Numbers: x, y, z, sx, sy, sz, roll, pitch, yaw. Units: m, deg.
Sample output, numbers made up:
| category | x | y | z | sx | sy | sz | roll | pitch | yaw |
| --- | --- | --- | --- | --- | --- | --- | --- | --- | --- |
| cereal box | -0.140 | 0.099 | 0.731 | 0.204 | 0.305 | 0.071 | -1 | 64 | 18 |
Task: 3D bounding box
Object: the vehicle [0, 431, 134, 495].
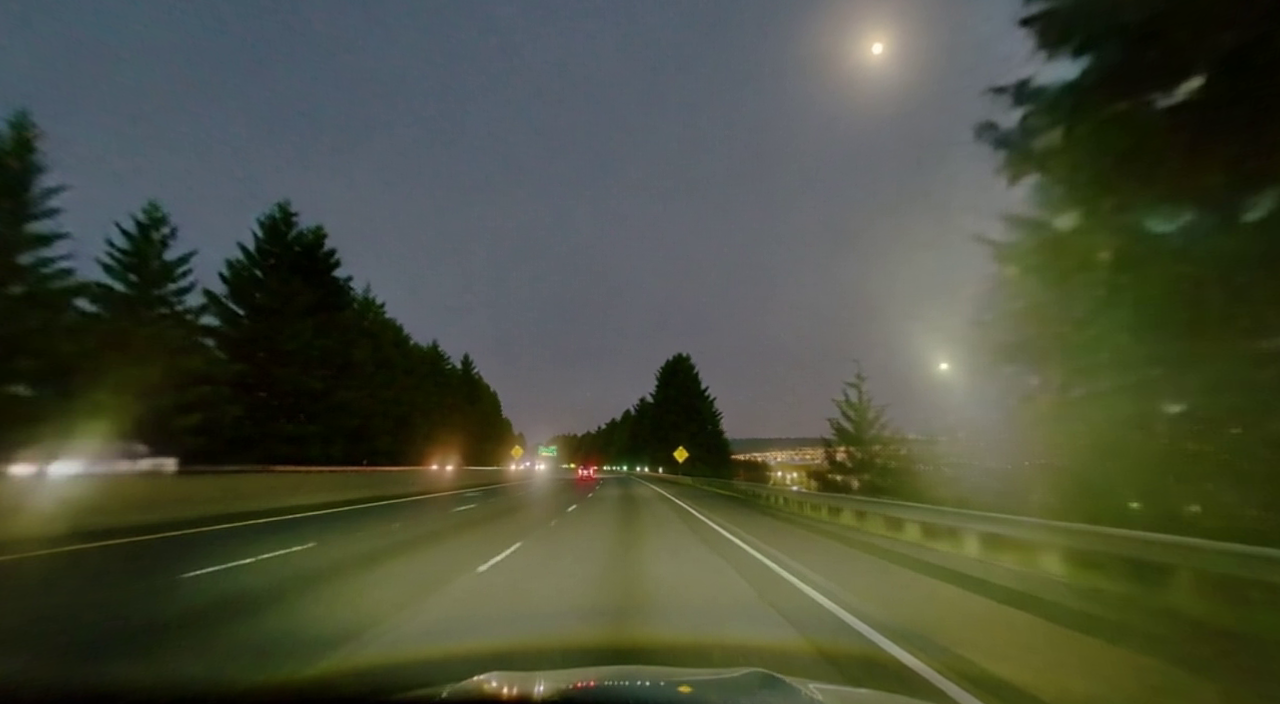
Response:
| category | x | y | z | sx | sy | sz | roll | pitch | yaw |
| --- | --- | --- | --- | --- | --- | --- | --- | --- | --- |
| vehicle | -19.721 | 3.634 | 20.584 | 2.120 | 1.817 | 5.104 | 1 | -11 | -1 |
